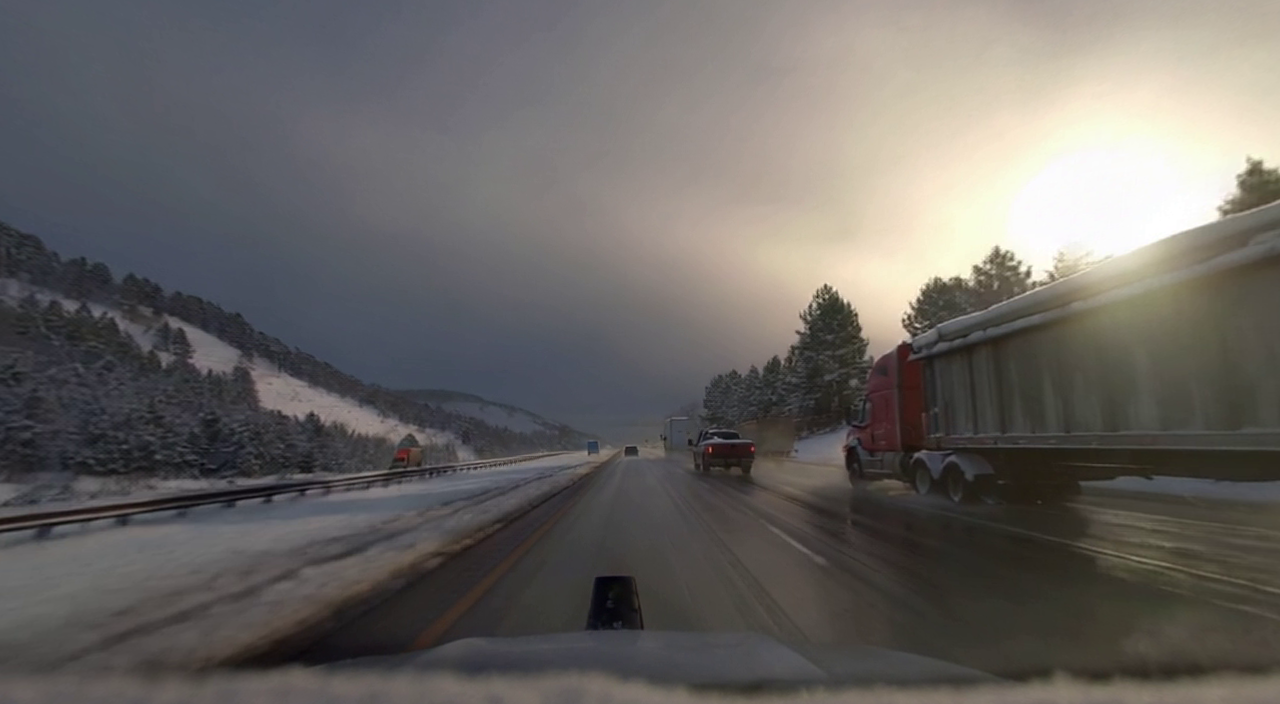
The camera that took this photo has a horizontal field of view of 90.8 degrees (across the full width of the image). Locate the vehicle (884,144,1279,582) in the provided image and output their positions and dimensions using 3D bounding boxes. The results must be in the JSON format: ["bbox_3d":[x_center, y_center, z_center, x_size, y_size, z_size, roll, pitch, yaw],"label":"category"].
[{"bbox_3d":[7.652,0.317,7.529,2.935,4.187,16.357,0,-9,0],"label":"vehicle"}]

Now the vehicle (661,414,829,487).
[{"bbox_3d":[3.355,3.276,21.134,5.075,2.277,2.365,0,-9,-3],"label":"vehicle"}]
